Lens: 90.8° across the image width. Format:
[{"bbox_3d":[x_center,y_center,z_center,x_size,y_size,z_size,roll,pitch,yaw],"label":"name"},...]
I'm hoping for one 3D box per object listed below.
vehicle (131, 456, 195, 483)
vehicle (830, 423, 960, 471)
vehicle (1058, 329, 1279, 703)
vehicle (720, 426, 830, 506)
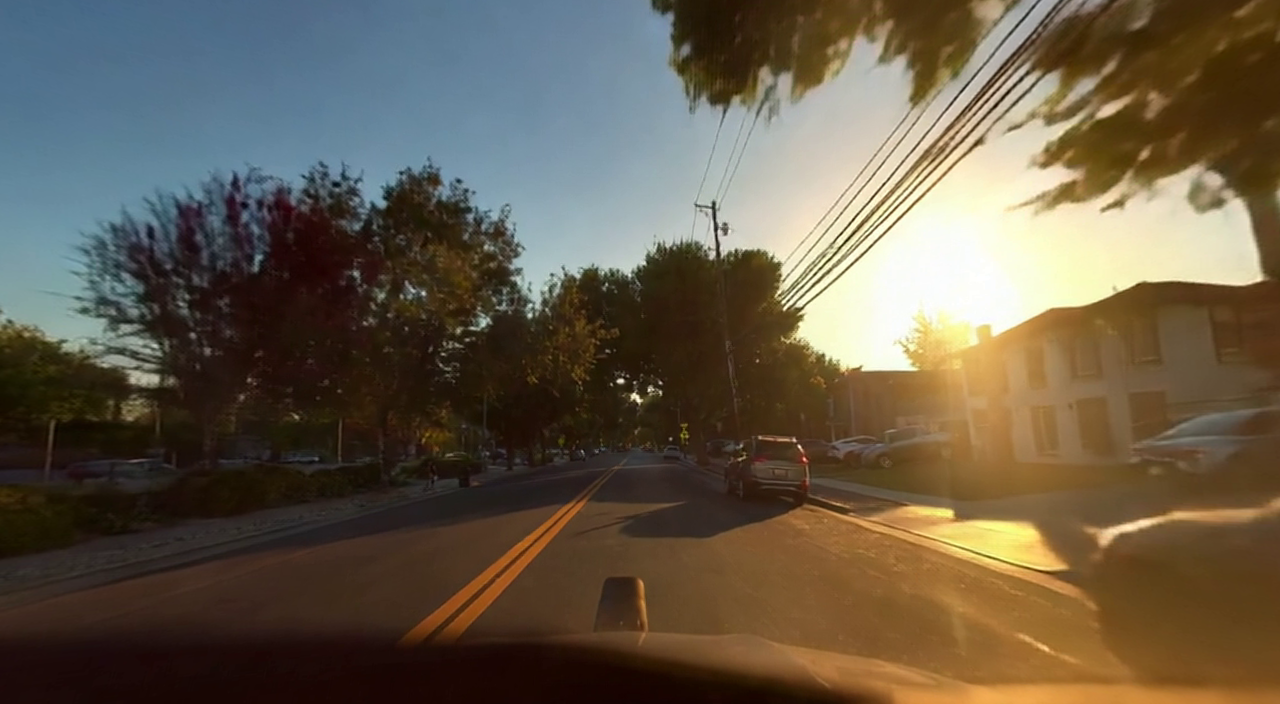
[{"bbox_3d":[-29.083,7.096,38.463,4.558,1.495,1.925,-7,-11,38],"label":"vehicle"},{"bbox_3d":[10.523,3.941,26.340,4.512,1.793,1.908,-1,-9,-2],"label":"vehicle"},{"bbox_3d":[3.500,0.621,1.132,2.125,1.772,4.629,0,-9,-3],"label":"vehicle"},{"bbox_3d":[3.429,2.986,16.934,1.949,1.807,4.224,1,-9,-1],"label":"vehicle"}]
